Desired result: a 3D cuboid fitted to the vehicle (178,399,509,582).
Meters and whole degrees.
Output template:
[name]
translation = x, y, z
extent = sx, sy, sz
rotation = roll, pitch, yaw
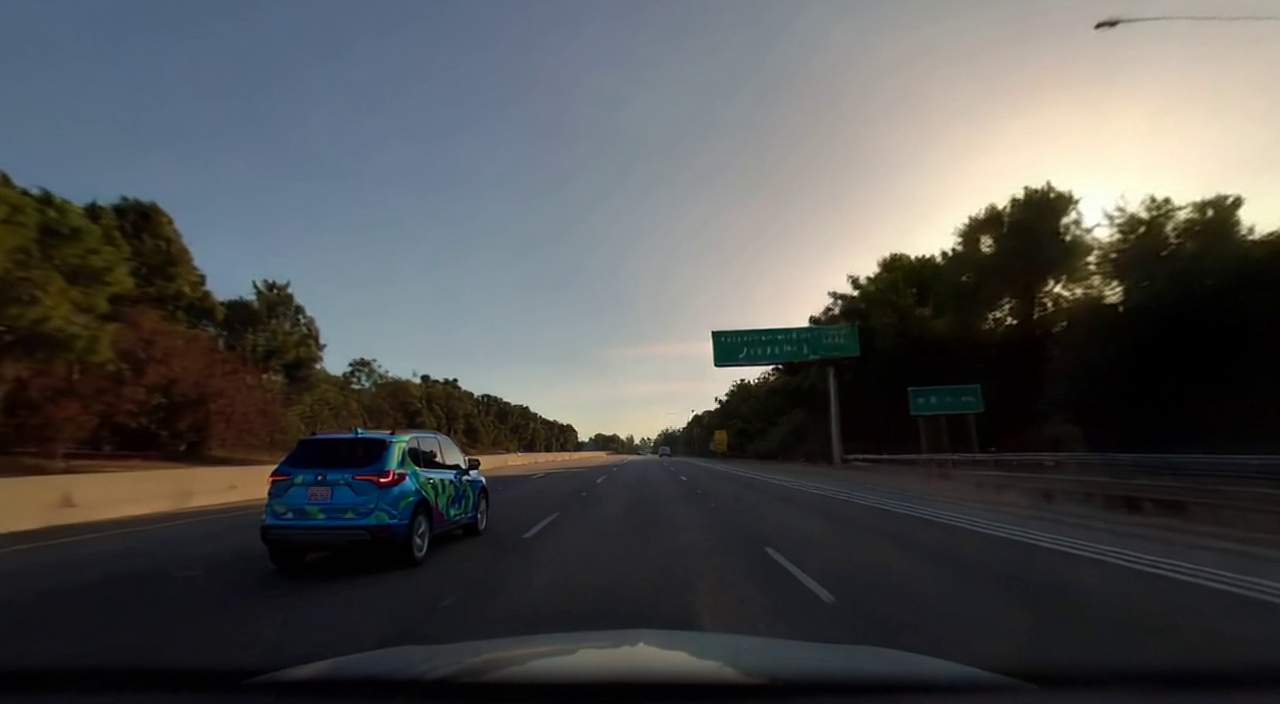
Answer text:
[vehicle]
translation = -3.438, 1.714, 8.666
extent = 2.183, 1.803, 4.685
rotation = 0, -8, 1
